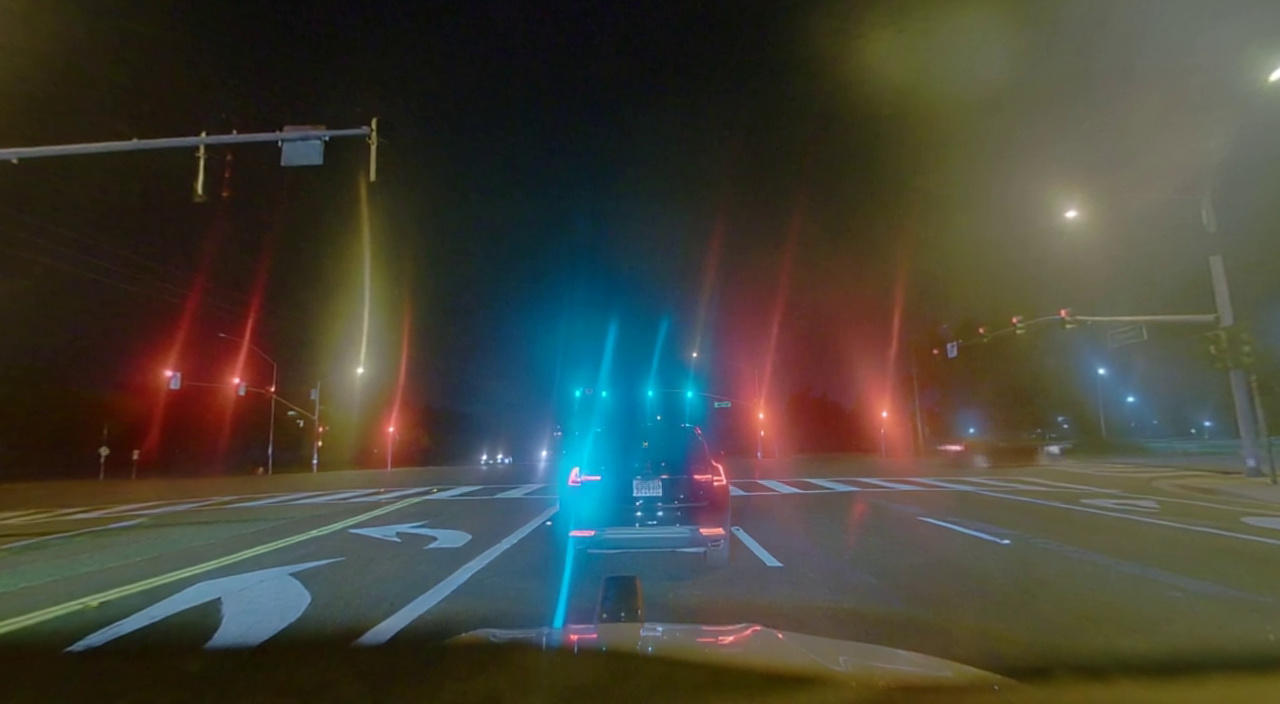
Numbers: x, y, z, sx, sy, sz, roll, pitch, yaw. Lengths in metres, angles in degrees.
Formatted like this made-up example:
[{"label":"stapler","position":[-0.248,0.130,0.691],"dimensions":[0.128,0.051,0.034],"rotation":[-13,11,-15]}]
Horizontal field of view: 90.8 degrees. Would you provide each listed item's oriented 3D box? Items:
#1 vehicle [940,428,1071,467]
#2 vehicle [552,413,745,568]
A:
[{"label":"vehicle","position":[18.320,4.815,31.829],"dimensions":[5.247,1.889,2.050],"rotation":[0,-8,1]},{"label":"vehicle","position":[0.048,1.756,8.709],"dimensions":[2.027,1.626,3.942],"rotation":[0,-8,-1]}]
